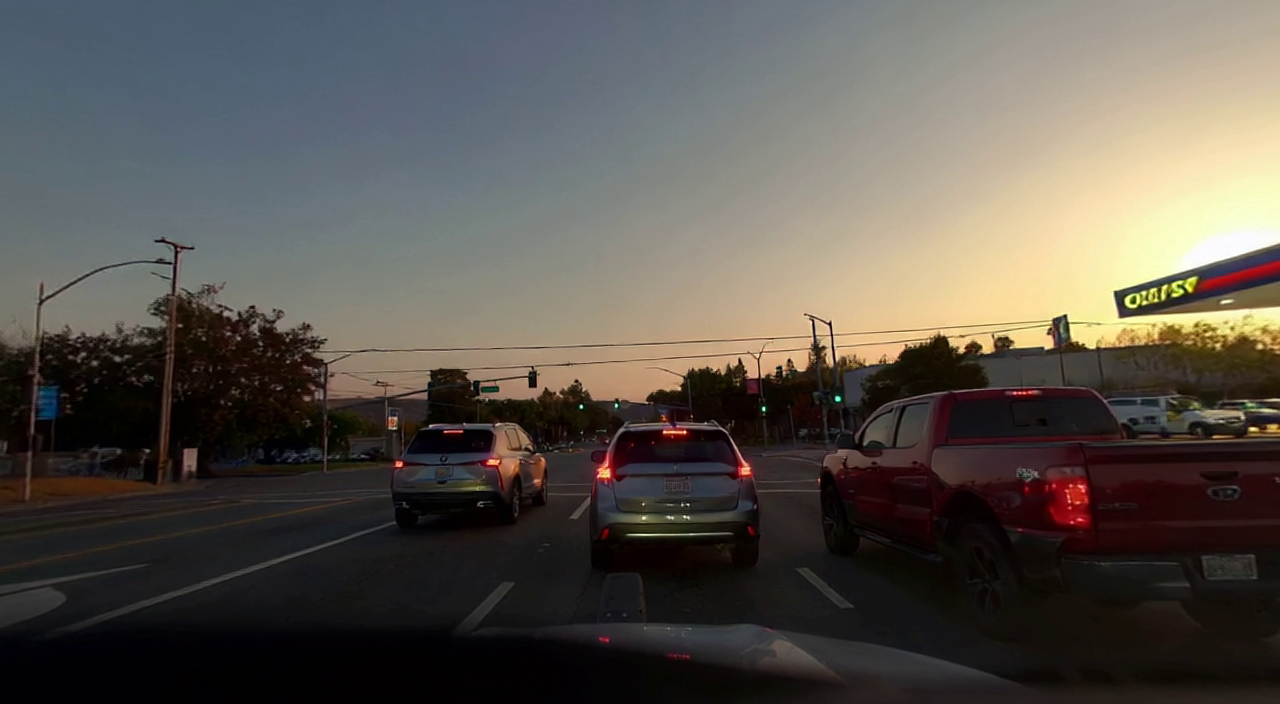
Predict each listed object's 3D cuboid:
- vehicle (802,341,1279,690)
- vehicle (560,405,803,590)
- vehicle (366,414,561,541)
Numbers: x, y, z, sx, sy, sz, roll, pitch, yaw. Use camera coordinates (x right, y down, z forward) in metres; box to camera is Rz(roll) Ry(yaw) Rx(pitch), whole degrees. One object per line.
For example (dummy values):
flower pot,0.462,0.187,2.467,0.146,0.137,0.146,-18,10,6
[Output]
vehicle,3.405,1.257,6.119,2.161,1.868,5.321,0,-8,-1
vehicle,0.358,1.611,7.781,2.181,1.650,4.083,0,-8,0
vehicle,-2.713,2.055,10.907,2.019,1.731,4.299,0,-8,2
